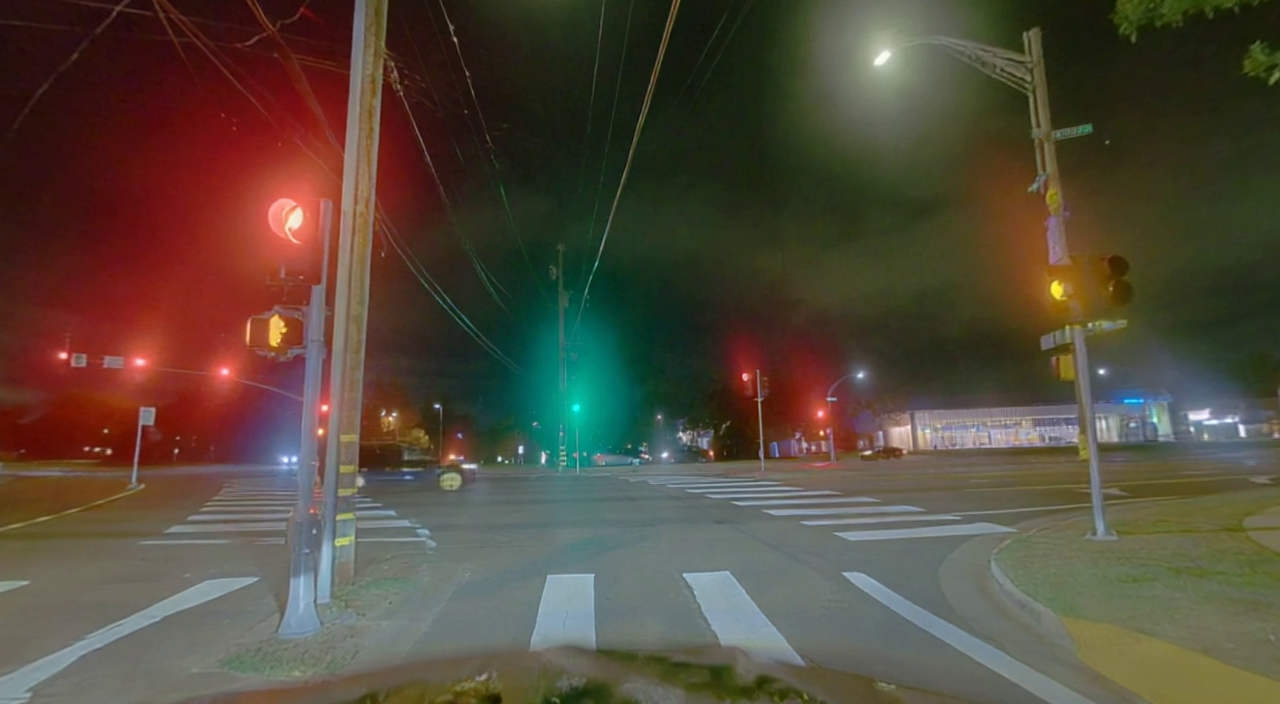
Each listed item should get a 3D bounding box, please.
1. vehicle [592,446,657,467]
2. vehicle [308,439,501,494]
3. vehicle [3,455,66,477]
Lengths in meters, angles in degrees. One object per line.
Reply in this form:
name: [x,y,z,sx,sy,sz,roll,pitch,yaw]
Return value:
vehicle: [-1.139,7.549,45.817,4.391,1.451,1.717,4,-9,-26]
vehicle: [-6.614,3.264,18.220,4.700,1.479,2.095,0,-8,0]
vehicle: [-46.368,8.680,48.474,2.058,1.487,4.660,4,-9,-26]
